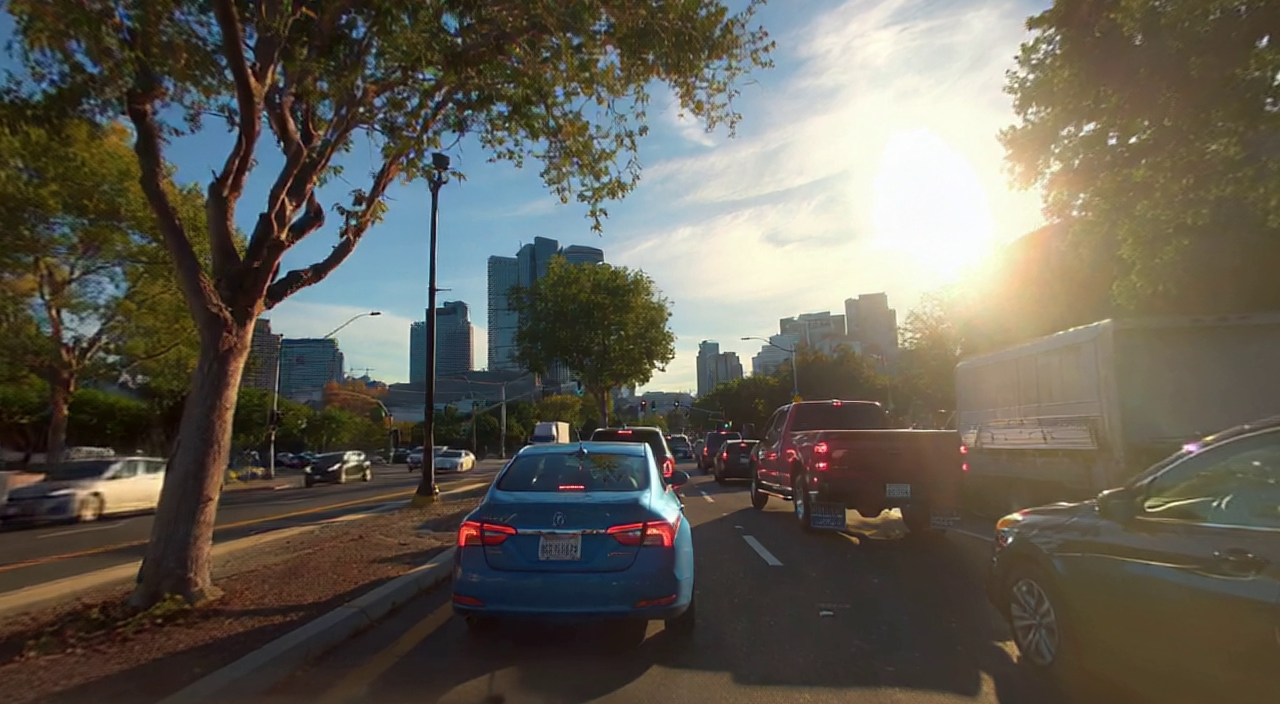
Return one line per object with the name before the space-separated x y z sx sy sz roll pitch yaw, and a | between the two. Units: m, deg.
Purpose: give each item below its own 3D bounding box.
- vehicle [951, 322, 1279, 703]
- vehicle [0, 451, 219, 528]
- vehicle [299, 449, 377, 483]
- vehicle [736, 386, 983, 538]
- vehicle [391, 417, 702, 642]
vehicle | 3.158 0.760 2.092 1.982 1.709 4.427 0 -9 1
vehicle | -12.726 3.199 15.231 1.882 1.538 4.382 0 -8 1
vehicle | -16.100 6.077 33.727 2.000 1.656 4.160 0 -9 1
vehicle | 3.510 1.960 11.701 2.444 2.098 5.766 0 -9 -1
vehicle | -0.581 1.502 6.336 2.111 1.506 4.018 0 -8 2
